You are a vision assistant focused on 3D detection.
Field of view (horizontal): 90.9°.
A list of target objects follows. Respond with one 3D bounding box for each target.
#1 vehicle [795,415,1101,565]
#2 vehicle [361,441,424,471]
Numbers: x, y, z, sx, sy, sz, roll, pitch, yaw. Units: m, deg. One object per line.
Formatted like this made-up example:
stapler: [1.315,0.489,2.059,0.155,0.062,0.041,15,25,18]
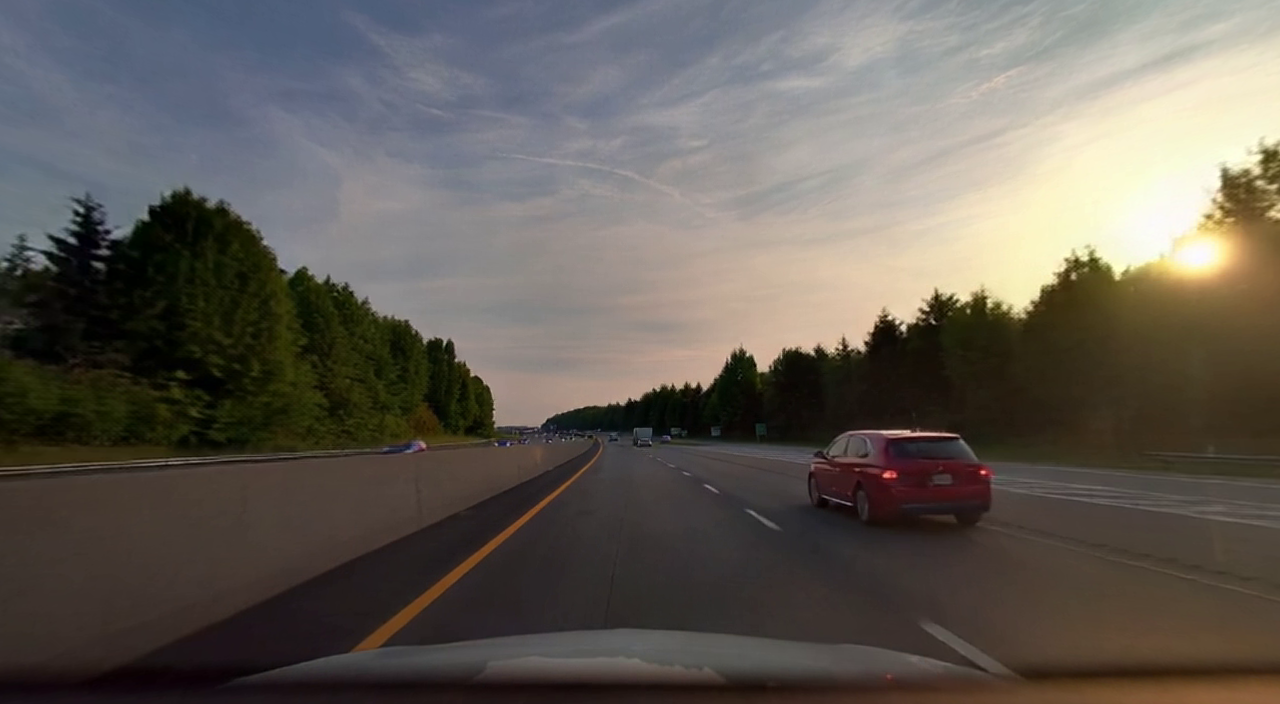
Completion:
vehicle: [3.694,1.703,8.630,1.958,1.526,4.227,0,-8,-2]
vehicle: [-13.336,5.597,34.240,1.824,1.459,4.072,0,-8,-1]
